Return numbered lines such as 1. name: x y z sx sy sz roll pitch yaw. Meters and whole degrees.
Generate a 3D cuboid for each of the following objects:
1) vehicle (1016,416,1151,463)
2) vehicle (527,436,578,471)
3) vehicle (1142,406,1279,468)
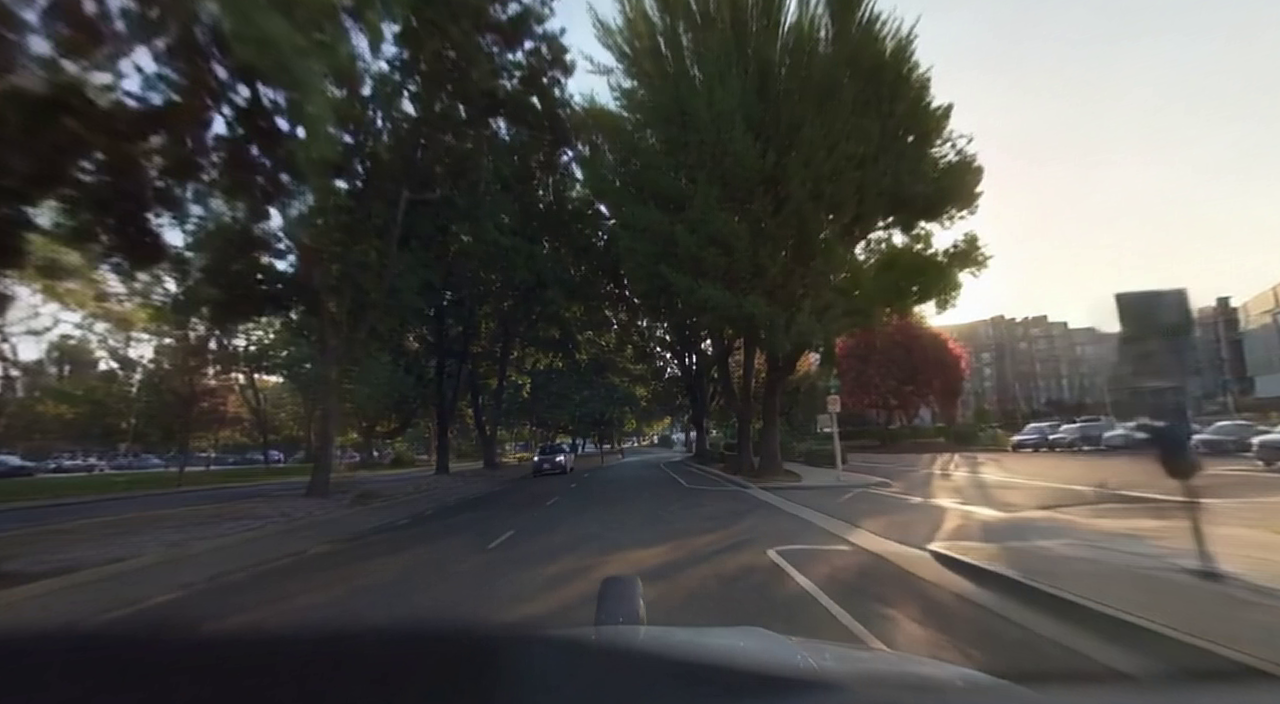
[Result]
1. vehicle: 20.643 4.130 29.595 4.593 1.776 2.094 -4 -9 0
2. vehicle: -5.274 6.172 38.733 2.252 1.936 5.538 -1 -8 1
3. vehicle: 20.735 2.916 21.979 4.526 1.840 2.161 -4 -9 0
